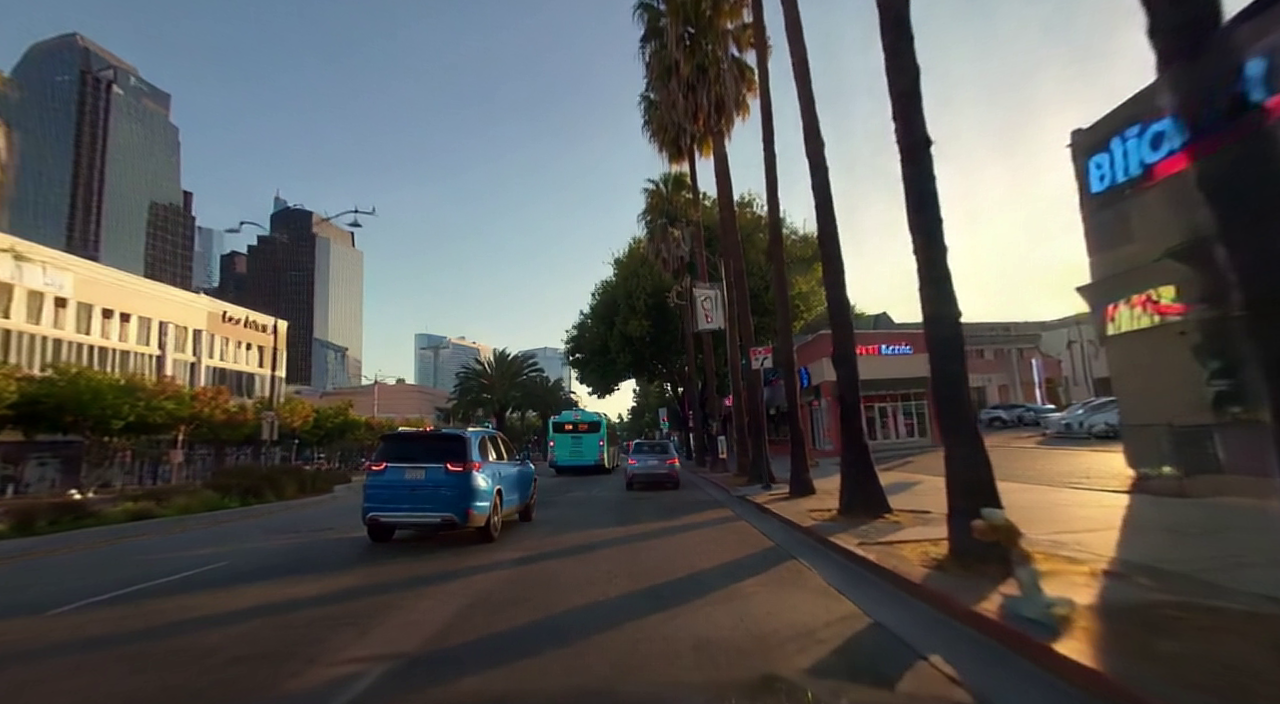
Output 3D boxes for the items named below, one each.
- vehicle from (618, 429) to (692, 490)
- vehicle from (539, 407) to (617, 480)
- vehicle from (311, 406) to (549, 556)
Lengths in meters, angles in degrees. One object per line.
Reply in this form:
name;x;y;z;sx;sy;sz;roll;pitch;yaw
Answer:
vehicle;0.443;3.399;20.195;2.120;1.727;3.917;0;-8;0
vehicle;-2.741;4.439;30.643;2.775;3.064;8.297;0;-8;1
vehicle;-2.876;1.899;9.987;2.124;1.799;4.587;0;-8;1
